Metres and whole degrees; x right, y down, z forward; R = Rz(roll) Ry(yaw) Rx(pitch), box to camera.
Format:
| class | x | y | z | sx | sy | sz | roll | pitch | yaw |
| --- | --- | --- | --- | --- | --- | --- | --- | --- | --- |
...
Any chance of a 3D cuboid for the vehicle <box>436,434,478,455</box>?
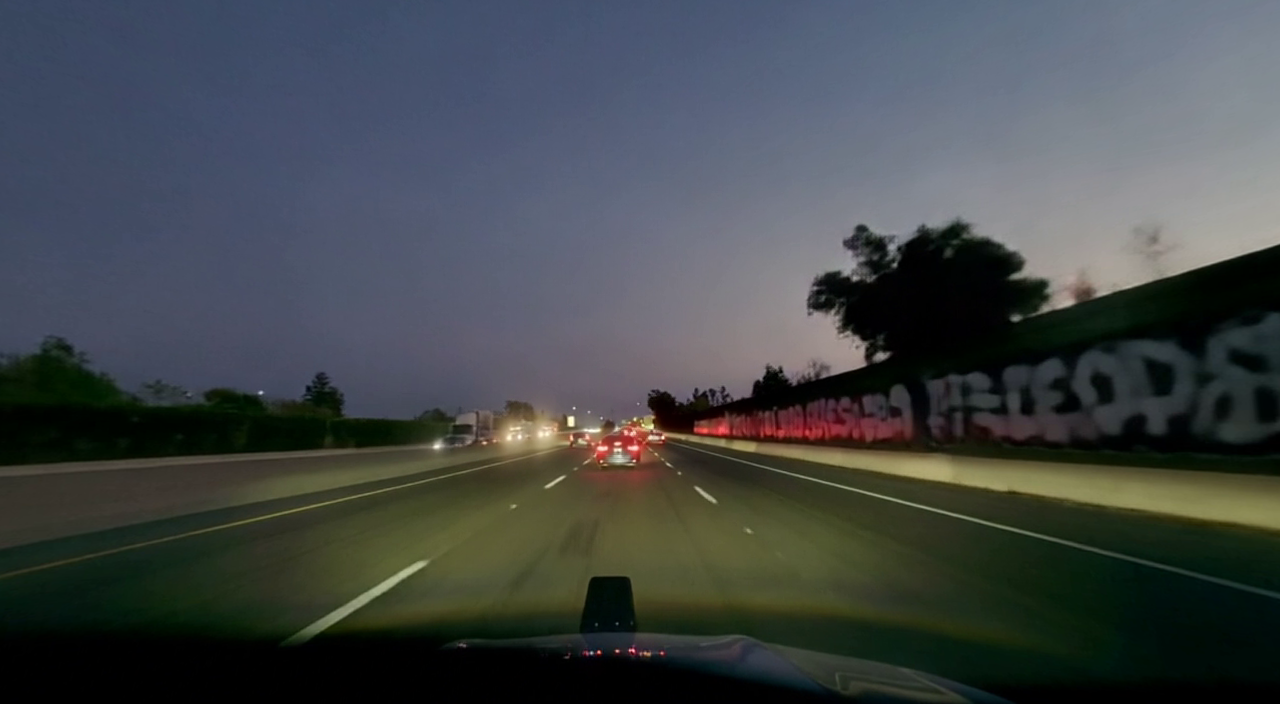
| class | x | y | z | sx | sy | sz | roll | pitch | yaw |
| --- | --- | --- | --- | --- | --- | --- | --- | --- | --- |
| vehicle | -13.098 | 6.638 | 45.336 | 1.845 | 1.450 | 4.126 | 0 | -8 | -1 |

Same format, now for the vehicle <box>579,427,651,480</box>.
| class | x | y | z | sx | sy | sz | roll | pitch | yaw |
| --- | --- | --- | --- | --- | --- | --- | --- | --- | --- |
| vehicle | -0.739 | 3.137 | 19.784 | 2.044 | 1.477 | 3.693 | 0 | -8 | -1 |

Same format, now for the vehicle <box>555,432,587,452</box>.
| class | x | y | z | sx | sy | sz | roll | pitch | yaw |
| --- | --- | --- | --- | --- | --- | --- | --- | --- | --- |
| vehicle | -5.188 | 6.831 | 47.969 | 2.022 | 1.440 | 4.491 | 0 | -8 | -1 |
